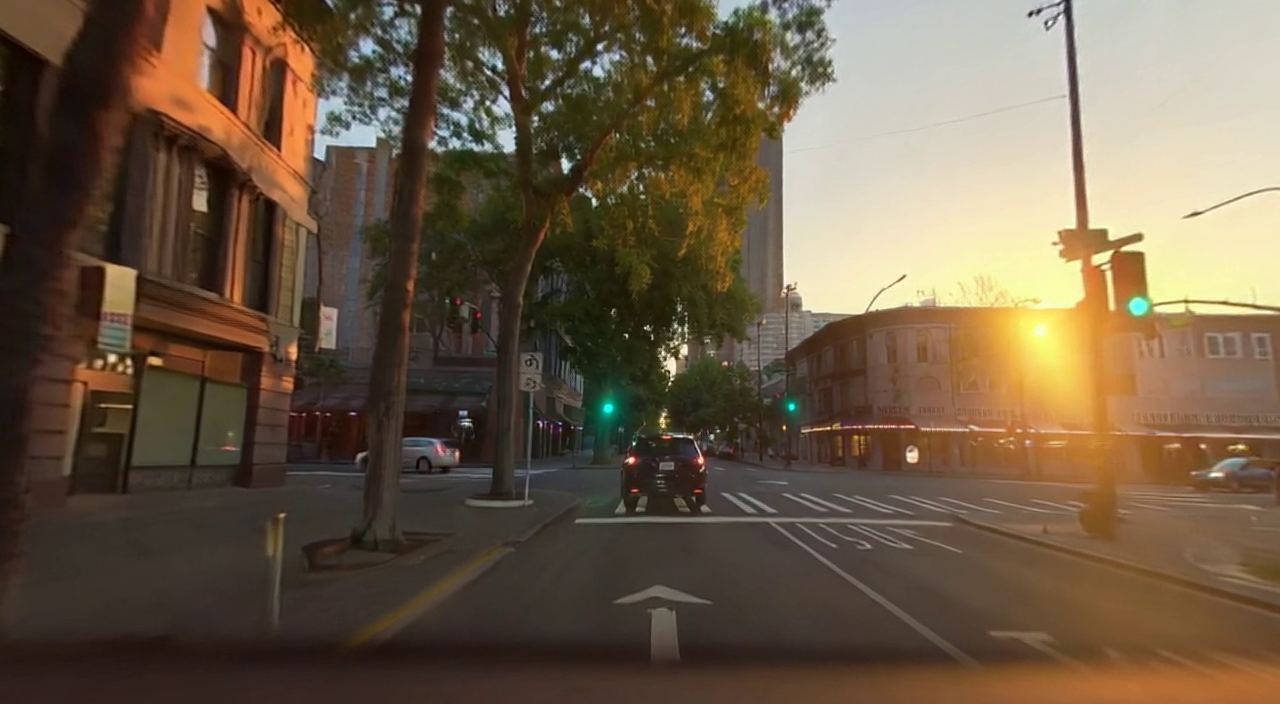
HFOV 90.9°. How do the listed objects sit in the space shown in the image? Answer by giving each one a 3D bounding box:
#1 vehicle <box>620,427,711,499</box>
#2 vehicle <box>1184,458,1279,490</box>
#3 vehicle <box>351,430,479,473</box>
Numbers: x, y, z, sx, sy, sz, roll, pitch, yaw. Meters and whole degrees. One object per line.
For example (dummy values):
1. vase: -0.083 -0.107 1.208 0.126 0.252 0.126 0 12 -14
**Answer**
1. vehicle: 0.659 2.831 16.438 2.079 1.621 3.861 -1 -8 2
2. vehicle: 30.423 6.081 31.557 4.668 1.441 1.904 0 -8 -4
3. vehicle: -8.633 3.809 24.236 4.282 1.519 2.077 -4 -9 21
